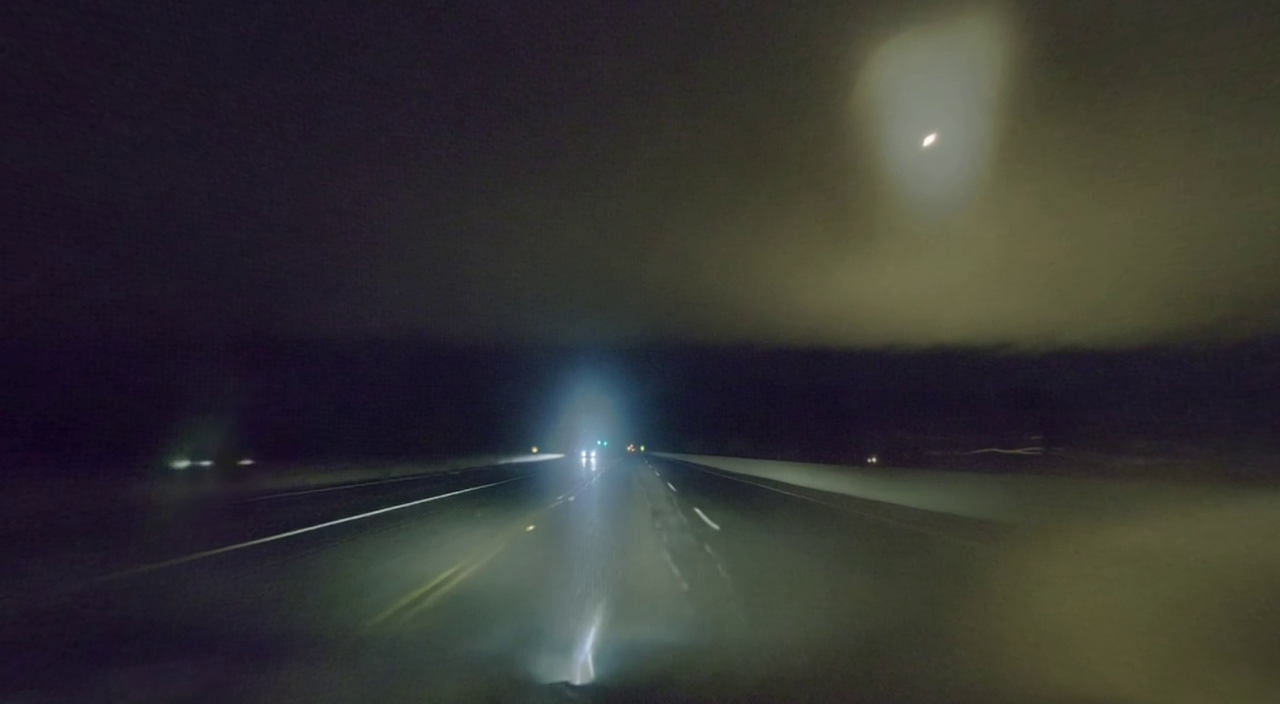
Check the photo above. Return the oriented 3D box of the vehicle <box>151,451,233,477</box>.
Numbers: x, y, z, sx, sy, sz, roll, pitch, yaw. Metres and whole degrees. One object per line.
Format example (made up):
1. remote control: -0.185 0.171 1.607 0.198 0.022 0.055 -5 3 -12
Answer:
1. vehicle: -26.719 6.663 37.803 1.823 1.419 4.145 0 -9 0
